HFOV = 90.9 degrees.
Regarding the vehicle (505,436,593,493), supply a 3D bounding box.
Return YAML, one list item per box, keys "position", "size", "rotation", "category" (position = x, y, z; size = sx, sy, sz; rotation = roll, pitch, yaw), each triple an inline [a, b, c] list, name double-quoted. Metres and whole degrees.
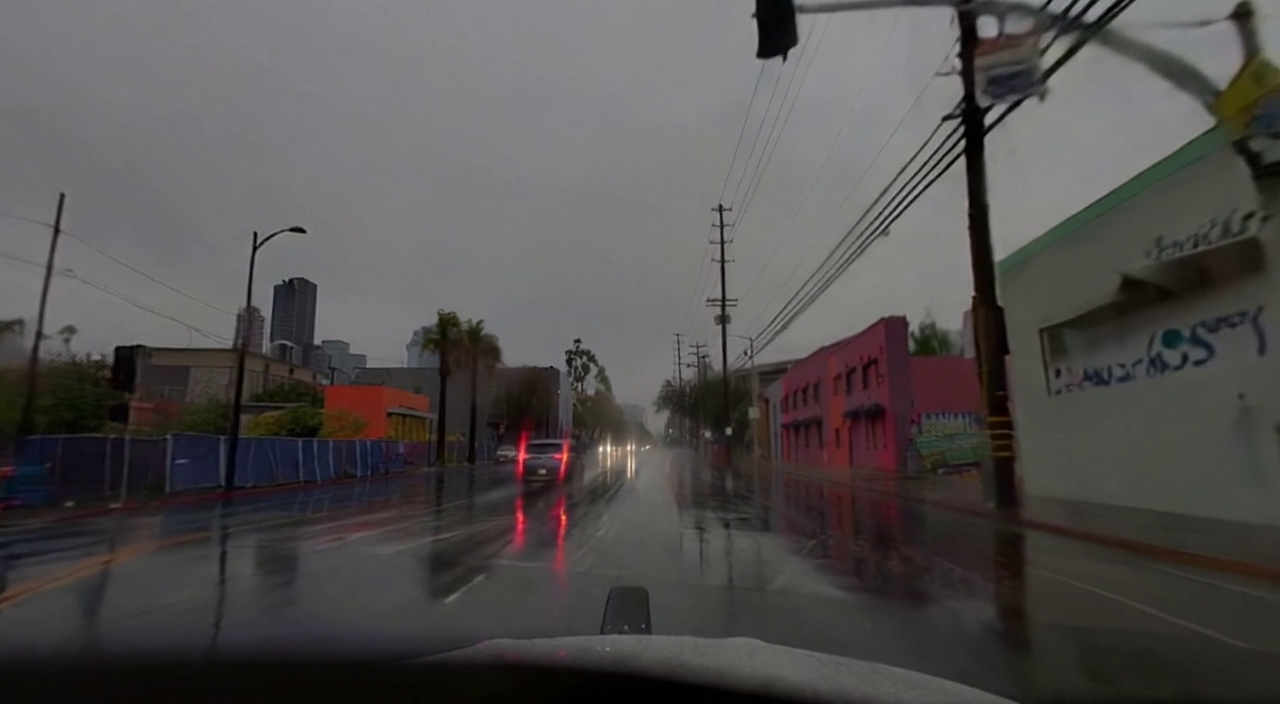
- position: [-2.745, 3.538, 20.199]
  size: [2.036, 1.589, 4.549]
  rotation: [-1, -9, 2]
  category: "vehicle"
